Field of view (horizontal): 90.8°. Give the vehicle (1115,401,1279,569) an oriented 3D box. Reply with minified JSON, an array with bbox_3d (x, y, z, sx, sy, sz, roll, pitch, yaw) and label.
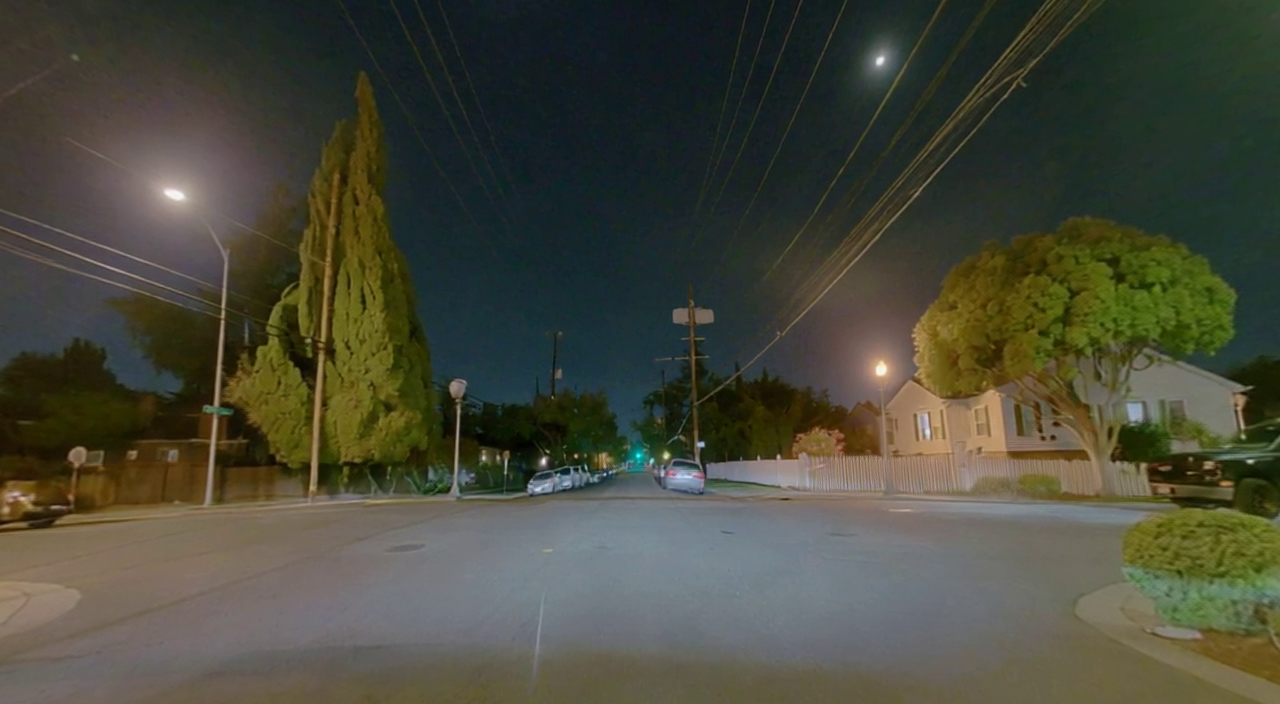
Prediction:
[{"bbox_3d":[9.720,1.693,8.488,4.677,1.949,2.334,-1,-8,3],"label":"vehicle"}]

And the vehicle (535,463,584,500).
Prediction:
[{"bbox_3d":[-4.299,7.014,34.513,2.189,1.771,4.571,0,-9,-1],"label":"vehicle"}]

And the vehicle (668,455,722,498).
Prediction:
[{"bbox_3d":[2.598,6.028,31.007,2.051,1.874,4.459,0,-8,-2],"label":"vehicle"}]
